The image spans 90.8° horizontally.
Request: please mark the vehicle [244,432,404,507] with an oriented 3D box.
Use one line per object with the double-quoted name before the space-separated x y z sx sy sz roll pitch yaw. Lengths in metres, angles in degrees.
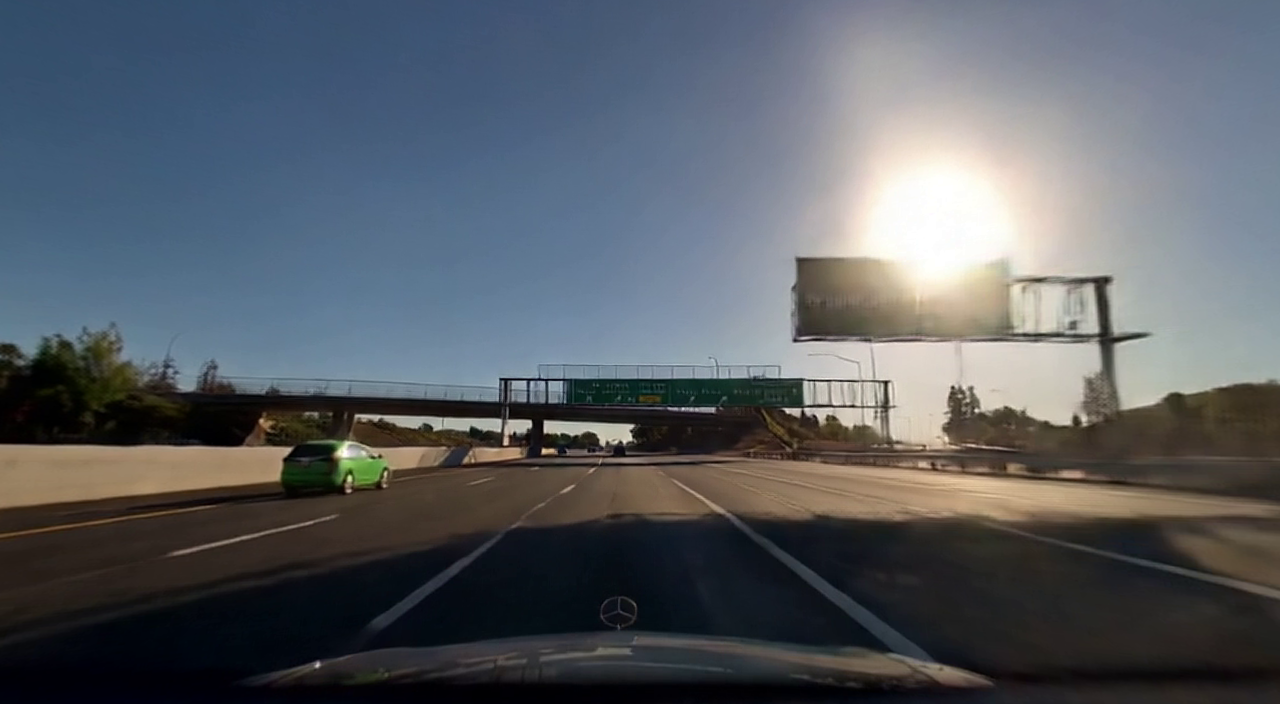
"vehicle" -7.703 2.888 15.936 1.924 1.601 4.115 0 -9 -1
